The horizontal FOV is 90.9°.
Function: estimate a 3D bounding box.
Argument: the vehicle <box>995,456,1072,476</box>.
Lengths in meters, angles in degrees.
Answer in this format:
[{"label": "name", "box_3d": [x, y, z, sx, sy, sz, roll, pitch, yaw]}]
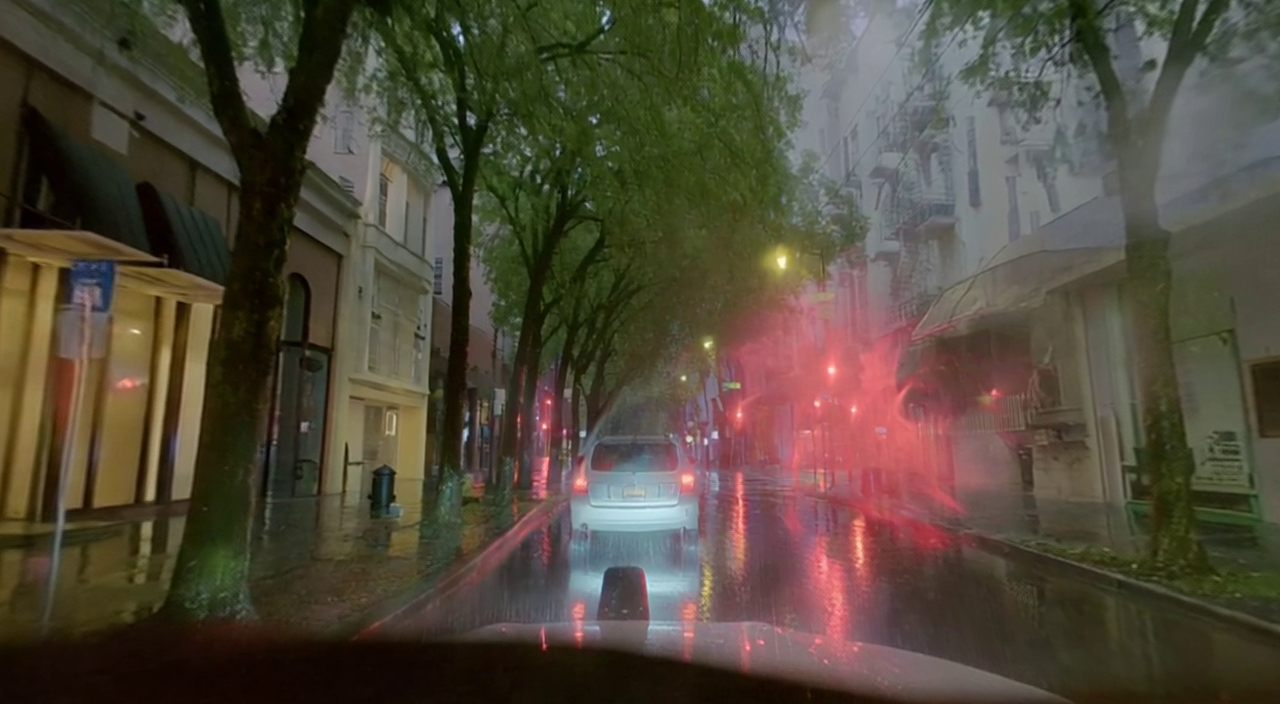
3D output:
[{"label": "vehicle", "box_3d": [29.824, 8.624, 47.834, 4.668, 1.441, 1.904, 1, -9, -6]}]

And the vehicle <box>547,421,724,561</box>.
[{"label": "vehicle", "box_3d": [-0.084, 1.923, 9.423, 2.079, 1.621, 3.861, 0, -8, -1]}]

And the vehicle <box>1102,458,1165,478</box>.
[{"label": "vehicle", "box_3d": [37.346, 8.783, 47.760, 3.445, 1.363, 1.608, 2, -9, -1]}]
